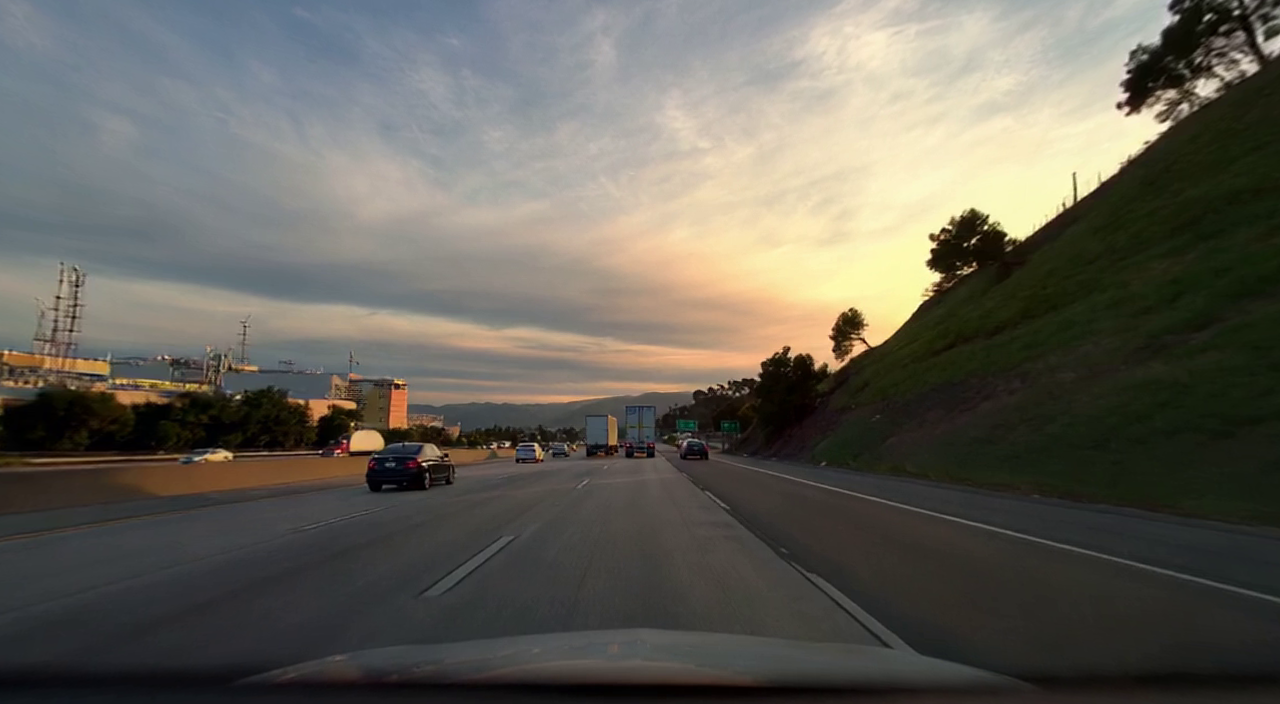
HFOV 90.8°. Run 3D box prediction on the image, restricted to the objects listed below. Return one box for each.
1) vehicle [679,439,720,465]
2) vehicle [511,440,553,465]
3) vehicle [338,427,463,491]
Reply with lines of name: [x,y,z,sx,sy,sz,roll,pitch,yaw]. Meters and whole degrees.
vehicle: [3.593,6.120,38.799,2.006,1.452,4.246,0,-8,-1]
vehicle: [-6.826,6.421,40.409,1.891,1.460,4.506,0,-8,0]
vehicle: [-7.287,3.292,19.766,2.122,1.754,4.379,0,-9,1]
